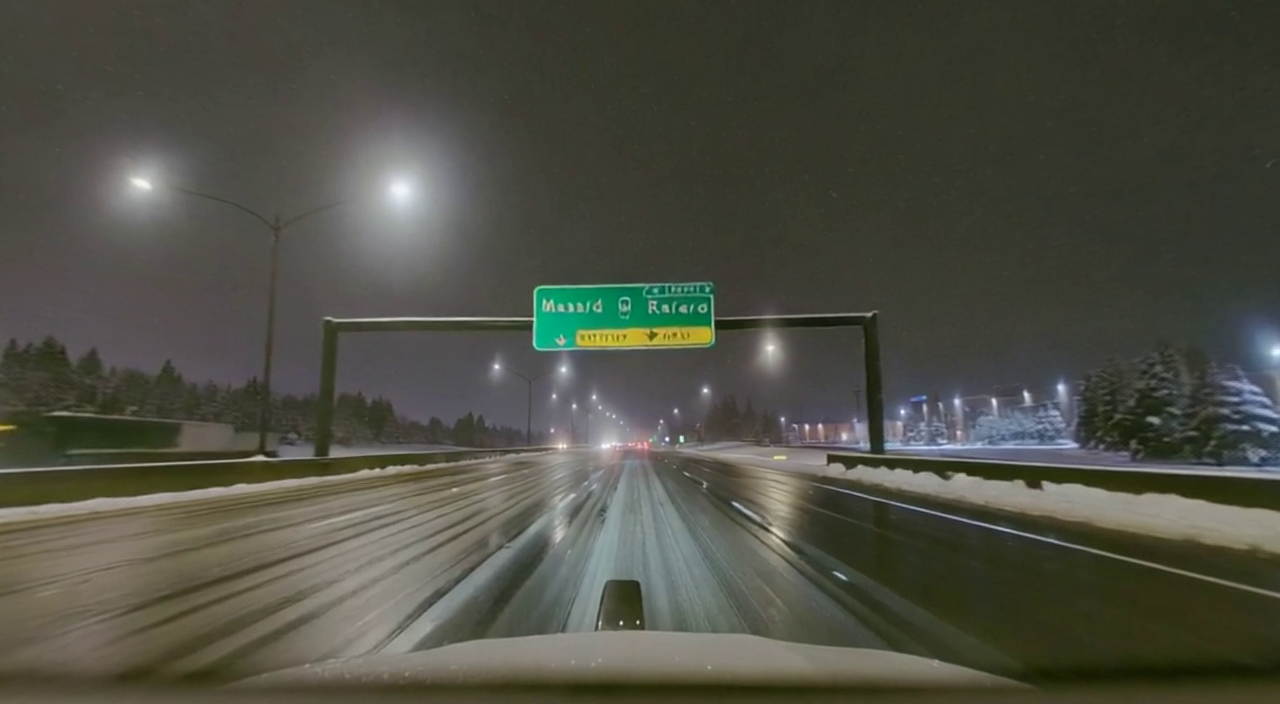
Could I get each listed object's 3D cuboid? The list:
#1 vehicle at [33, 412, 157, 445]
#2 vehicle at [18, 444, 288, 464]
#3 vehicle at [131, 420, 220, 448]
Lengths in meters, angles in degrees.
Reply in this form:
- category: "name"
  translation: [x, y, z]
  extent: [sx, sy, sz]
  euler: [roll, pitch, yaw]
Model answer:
- category: "vehicle"
  translation: [-28.342, 4.066, 33.107]
  extent: [1.992, 1.615, 4.988]
  euler: [0, -8, 1]
- category: "vehicle"
  translation: [-28.563, 6.255, 39.720]
  extent: [2.698, 0.740, 19.161]
  euler: [0, -8, -1]
- category: "vehicle"
  translation: [-28.511, 5.074, 39.006]
  extent: [1.903, 1.592, 4.748]
  euler: [0, -8, 0]
